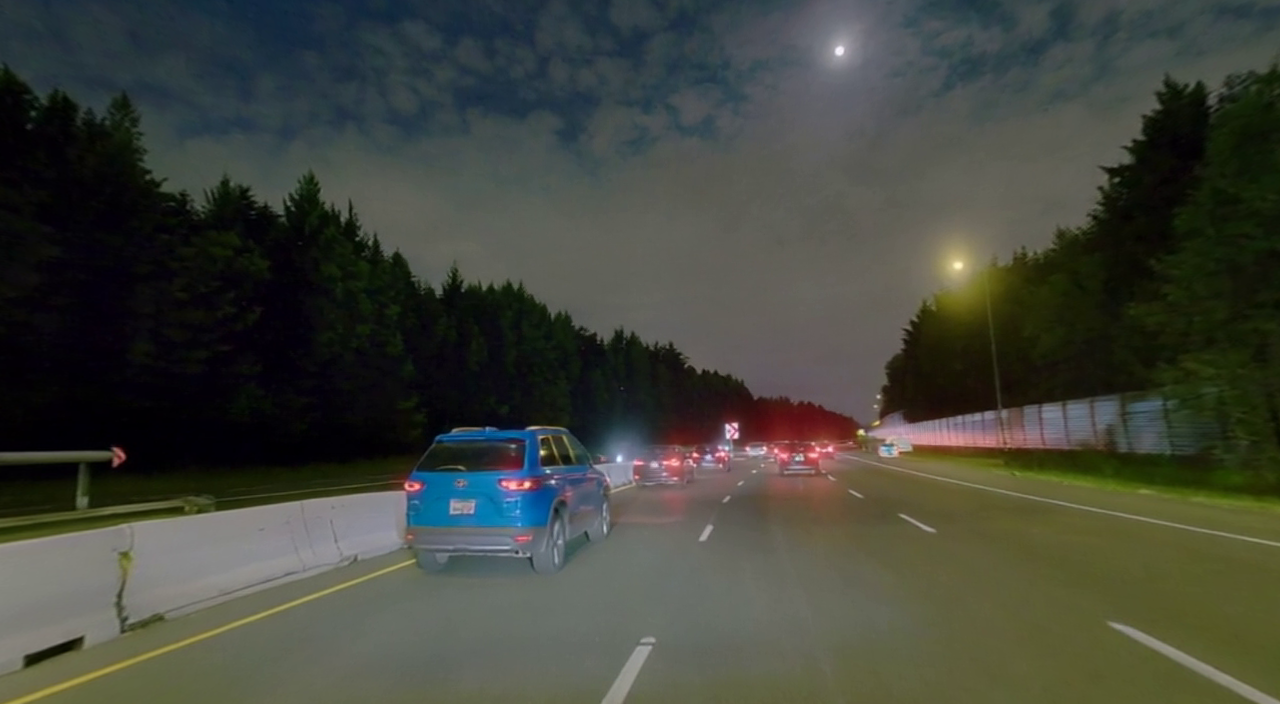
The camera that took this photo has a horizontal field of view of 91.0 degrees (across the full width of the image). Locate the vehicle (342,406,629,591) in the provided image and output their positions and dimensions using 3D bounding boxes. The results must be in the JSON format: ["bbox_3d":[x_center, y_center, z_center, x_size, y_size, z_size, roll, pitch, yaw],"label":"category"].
[{"bbox_3d":[-1.477,1.621,7.853,2.021,1.635,4.085,-1,-8,9],"label":"vehicle"}]

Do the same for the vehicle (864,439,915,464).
[{"bbox_3d":[15.894,6.317,40.268,1.990,1.478,4.475,-1,-8,8],"label":"vehicle"}]

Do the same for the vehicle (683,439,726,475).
[{"bbox_3d":[2.873,4.572,27.717,1.755,1.457,3.686,-1,-8,7],"label":"vehicle"}]

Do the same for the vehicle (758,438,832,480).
[{"bbox_3d":[5.802,4.037,24.158,1.962,1.442,4.536,-1,-8,4],"label":"vehicle"}]

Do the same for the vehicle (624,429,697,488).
[{"bbox_3d":[0.737,3.336,19.974,2.017,1.662,3.543,-1,-8,7],"label":"vehicle"}]
